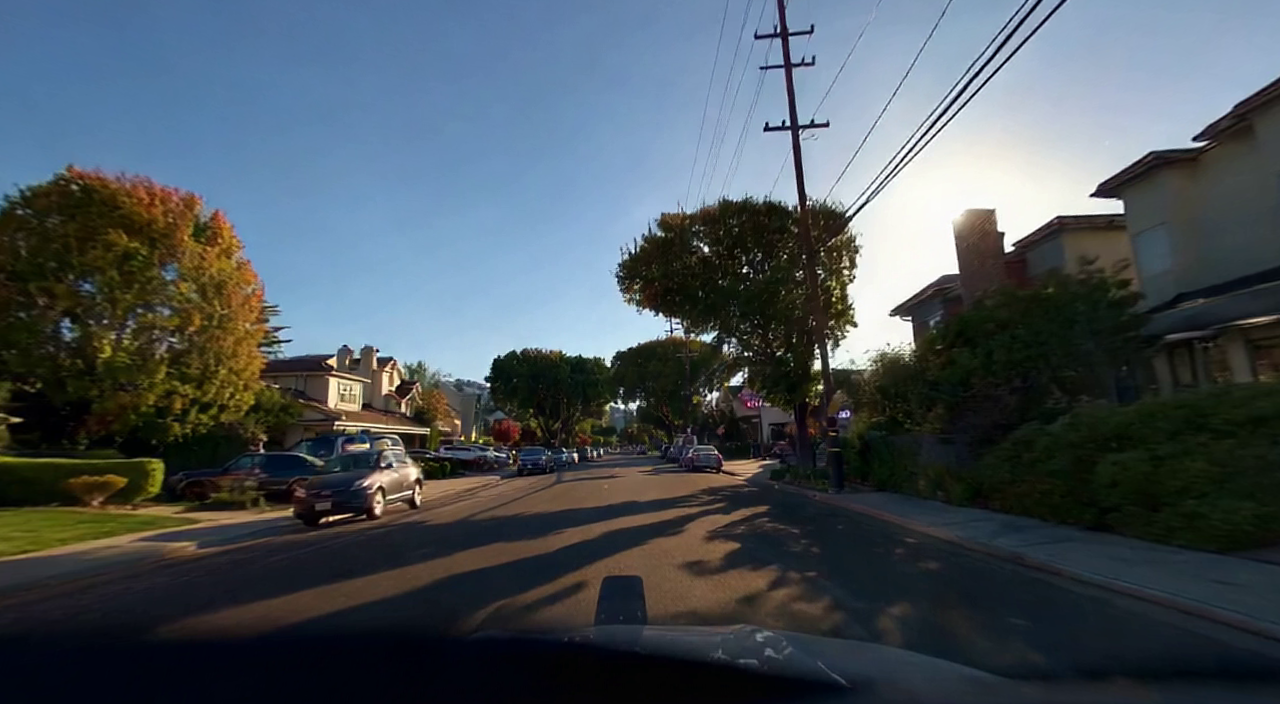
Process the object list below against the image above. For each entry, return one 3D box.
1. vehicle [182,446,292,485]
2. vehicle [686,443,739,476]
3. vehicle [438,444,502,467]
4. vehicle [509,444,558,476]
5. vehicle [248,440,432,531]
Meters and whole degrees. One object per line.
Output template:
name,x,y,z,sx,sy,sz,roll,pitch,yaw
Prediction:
vehicle,-17.679,4.976,27.714,3.623,1.575,1.724,0,-8,0
vehicle,3.672,5.576,32.967,2.112,1.528,4.944,0,-8,-1
vehicle,-13.389,8.195,49.844,4.528,1.713,1.947,0,-8,-1
vehicle,-6.159,6.269,36.777,1.989,1.693,4.292,-2,-8,2
vehicle,-6.326,2.815,13.976,2.012,1.639,4.310,-1,-8,-1
